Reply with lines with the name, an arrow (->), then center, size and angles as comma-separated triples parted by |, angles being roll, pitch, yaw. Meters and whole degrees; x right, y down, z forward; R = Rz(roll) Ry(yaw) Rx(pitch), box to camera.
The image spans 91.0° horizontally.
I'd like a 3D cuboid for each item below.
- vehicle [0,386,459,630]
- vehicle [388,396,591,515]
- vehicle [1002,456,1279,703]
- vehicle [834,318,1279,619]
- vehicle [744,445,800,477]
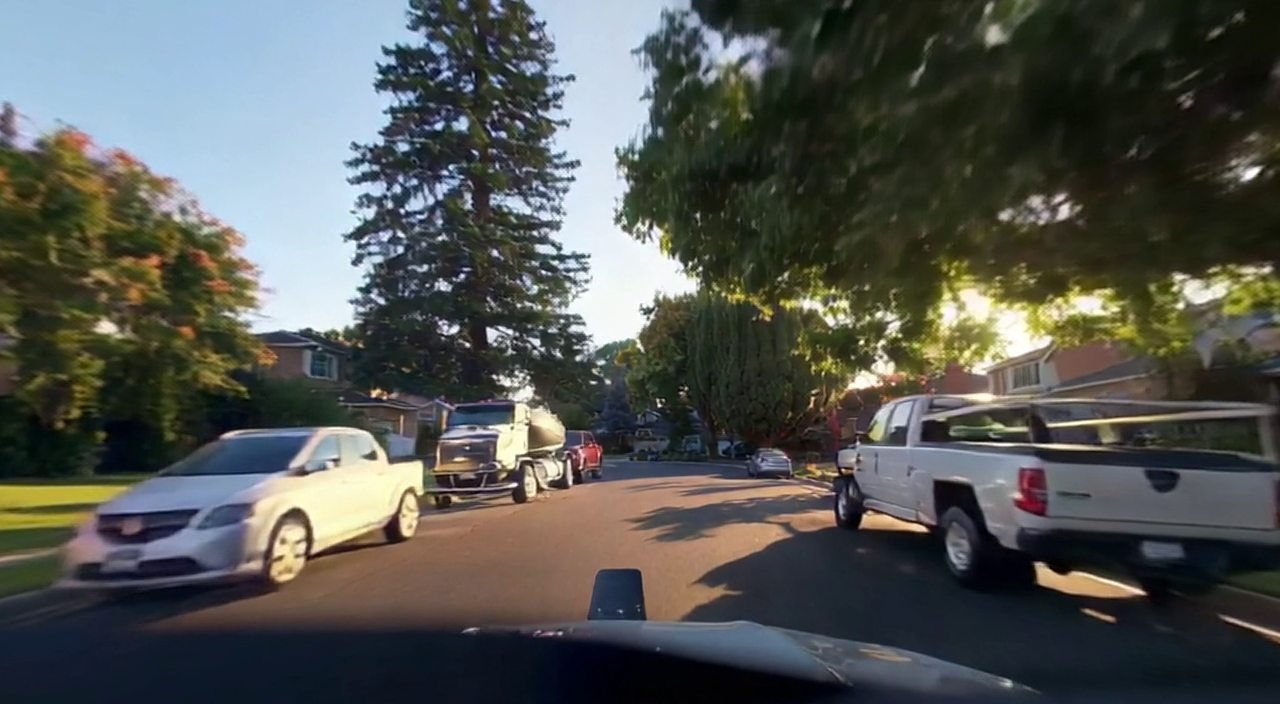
vehicle -> -3.844, 1.477, 6.998 | 2.052, 1.745, 4.737 | -1, -9, 3
vehicle -> -3.157, 2.452, 15.247 | 2.632, 2.249, 6.179 | -1, -9, 8
vehicle -> 4.227, 1.124, 1.830 | 2.804, 1.336, 6.700 | 1, -7, 4
vehicle -> 4.673, 1.395, 8.274 | 2.697, 2.558, 5.635 | -1, -9, 3
vehicle -> 6.574, 5.468, 31.917 | 1.998, 1.489, 4.722 | 0, -9, 2
